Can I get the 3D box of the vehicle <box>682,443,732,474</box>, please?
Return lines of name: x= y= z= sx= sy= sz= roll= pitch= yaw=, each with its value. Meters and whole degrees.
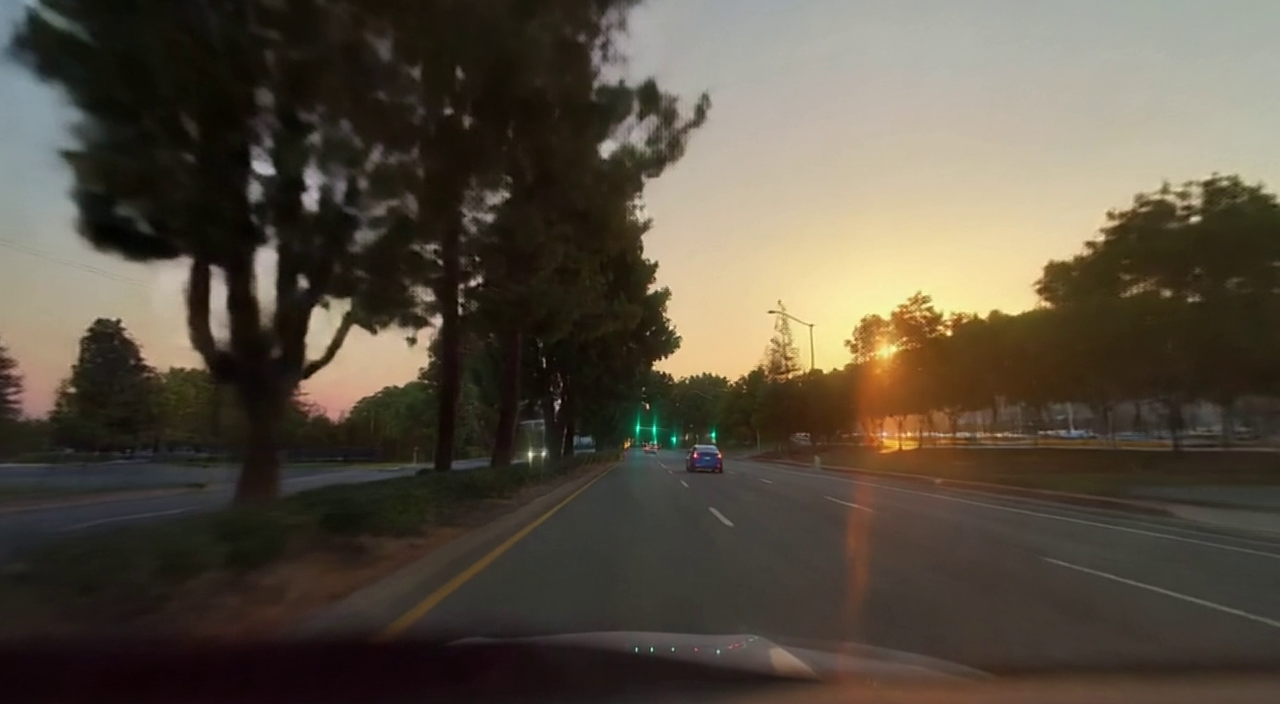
vehicle: x=3.344 y=5.409 z=32.314 sx=2.056 sy=1.483 sz=4.091 roll=0 pitch=-8 yaw=-1
